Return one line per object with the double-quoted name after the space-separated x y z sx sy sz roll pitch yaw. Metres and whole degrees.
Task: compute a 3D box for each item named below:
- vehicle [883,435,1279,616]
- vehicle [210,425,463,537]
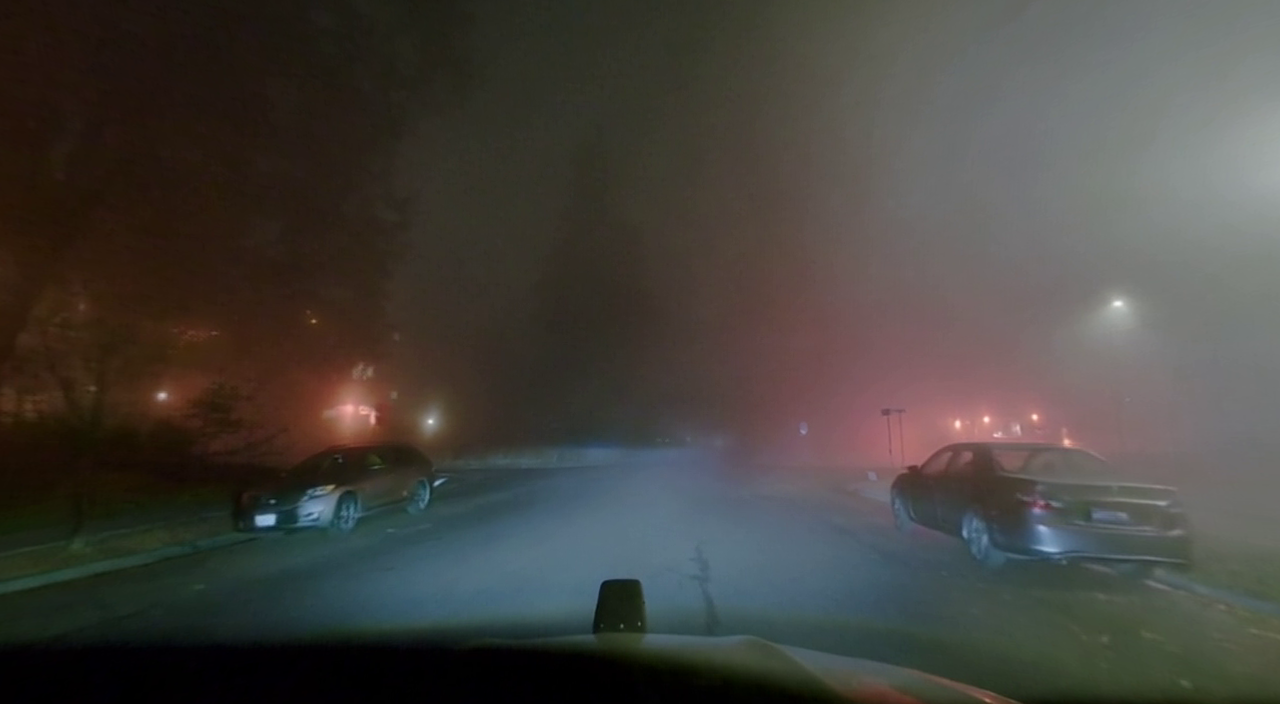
4.624 1.732 7.546 1.931 1.395 4.793 1 -8 6 "vehicle"
-5.098 2.300 11.467 1.943 1.433 4.717 -6 -11 5 "vehicle"
